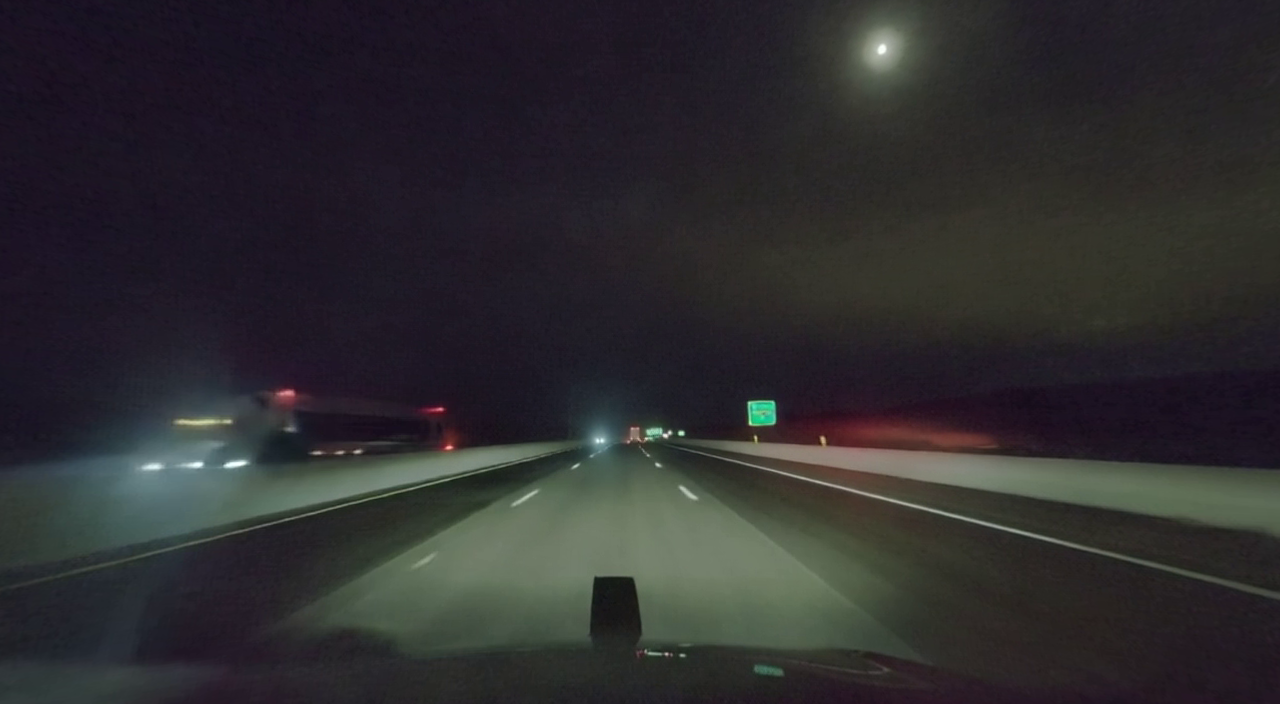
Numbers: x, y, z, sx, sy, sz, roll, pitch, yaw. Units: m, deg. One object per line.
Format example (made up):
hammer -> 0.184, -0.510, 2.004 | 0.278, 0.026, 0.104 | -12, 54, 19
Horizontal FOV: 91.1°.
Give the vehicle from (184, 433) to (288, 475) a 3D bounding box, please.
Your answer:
vehicle -> -20.022, 5.031, 31.450 | 2.028, 1.902, 4.798 | 0, -8, 0
